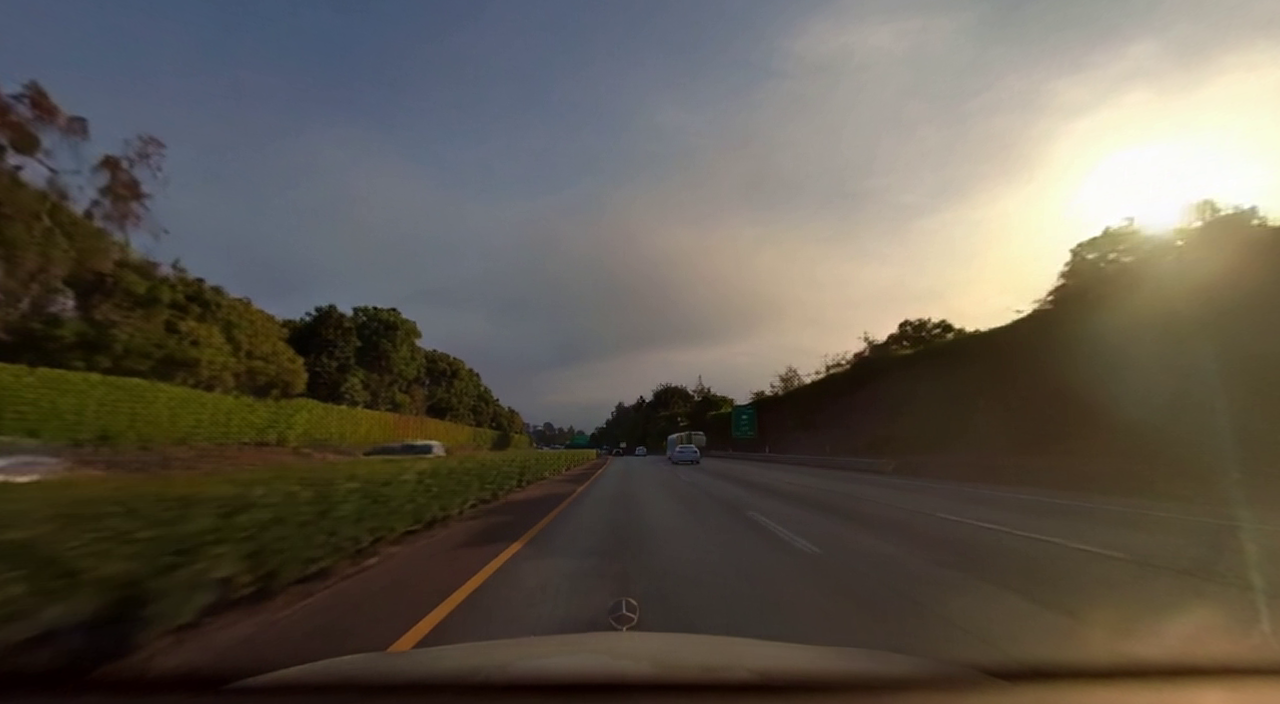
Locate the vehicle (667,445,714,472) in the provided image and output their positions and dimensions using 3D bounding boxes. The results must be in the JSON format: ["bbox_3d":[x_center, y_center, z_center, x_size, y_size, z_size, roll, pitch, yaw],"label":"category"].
[{"bbox_3d":[2.873,6.248,36.984,2.244,1.498,4.338,0,-9,-2],"label":"vehicle"}]

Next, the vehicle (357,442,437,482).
[{"bbox_3d":[-9.752,4.415,25.455,1.786,1.466,3.718,0,-9,-1],"label":"vehicle"}]
